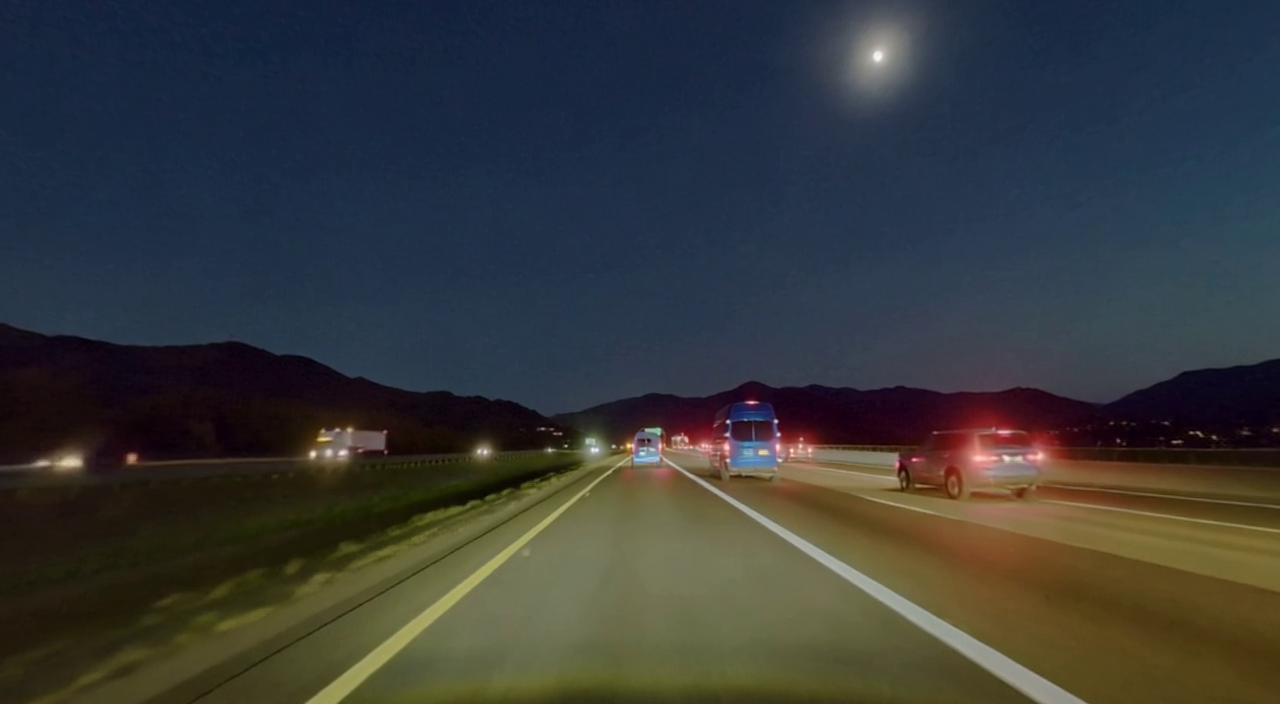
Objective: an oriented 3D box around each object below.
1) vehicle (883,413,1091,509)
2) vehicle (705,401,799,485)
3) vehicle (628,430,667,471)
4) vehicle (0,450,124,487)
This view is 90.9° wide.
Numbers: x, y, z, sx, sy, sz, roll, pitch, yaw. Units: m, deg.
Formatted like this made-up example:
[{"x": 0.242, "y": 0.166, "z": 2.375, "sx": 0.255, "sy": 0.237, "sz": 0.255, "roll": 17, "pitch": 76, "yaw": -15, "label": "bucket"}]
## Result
[{"x": 7.957, "y": 2.554, "z": 15.209, "sx": 2.240, "sy": 1.925, "sz": 4.854, "roll": 0, "pitch": -8, "yaw": 0, "label": "vehicle"}, {"x": 3.858, "y": 3.339, "z": 23.163, "sx": 2.302, "sy": 2.670, "sz": 6.176, "roll": 0, "pitch": -8, "yaw": 0, "label": "vehicle"}, {"x": 0.419, "y": 5.605, "z": 36.037, "sx": 2.131, "sy": 2.122, "sz": 4.473, "roll": 0, "pitch": -8, "yaw": 1, "label": "vehicle"}, {"x": -26.653, "y": 5.324, "z": 29.192, "sx": 1.802, "sy": 1.546, "sz": 4.238, "roll": 0, "pitch": -8, "yaw": 1, "label": "vehicle"}]
